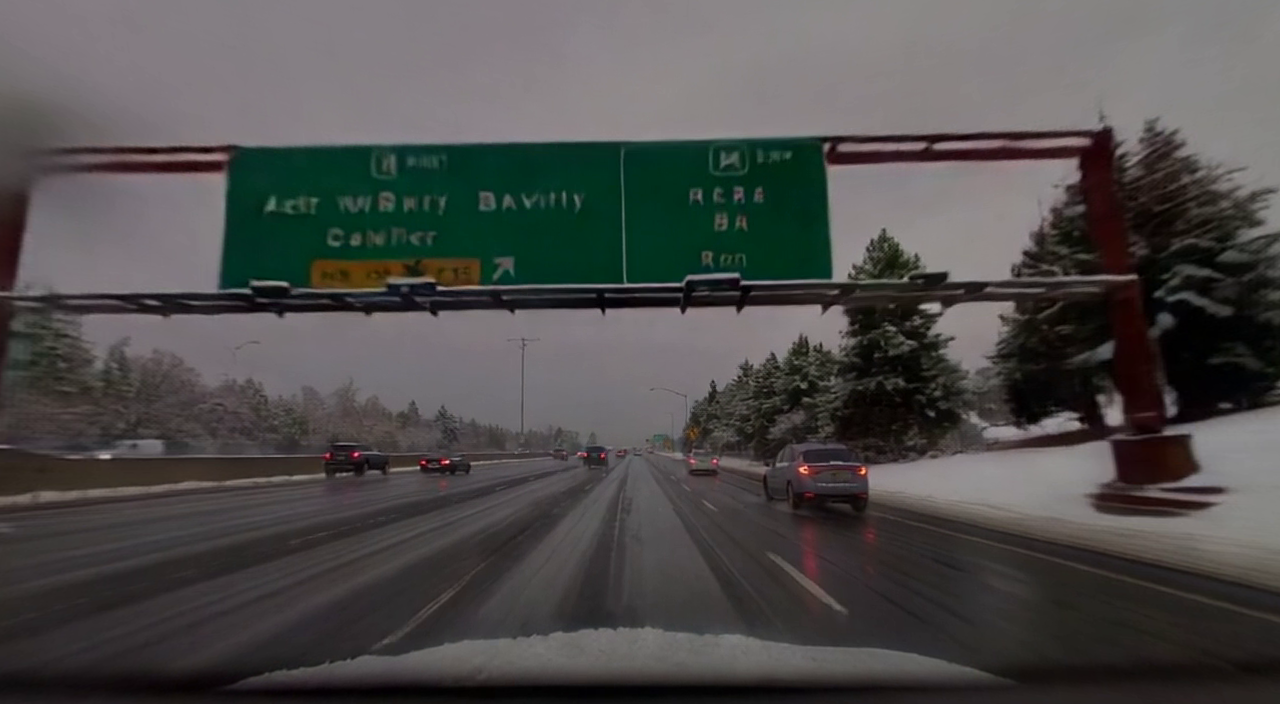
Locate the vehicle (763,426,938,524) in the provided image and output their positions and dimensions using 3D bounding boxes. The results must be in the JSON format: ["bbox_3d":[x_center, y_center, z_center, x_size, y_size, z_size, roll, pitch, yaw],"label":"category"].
[{"bbox_3d":[4.361,2.638,14.074,2.218,1.776,4.807,0,-9,0],"label":"vehicle"}]

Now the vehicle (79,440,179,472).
[{"bbox_3d":[-35.584,7.244,44.133,2.349,2.076,5.394,0,-9,1],"label":"vehicle"}]

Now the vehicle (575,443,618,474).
[{"bbox_3d":[-2.830,7.118,42.472,2.449,1.929,5.503,0,-9,0],"label":"vehicle"}]

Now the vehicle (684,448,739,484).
[{"bbox_3d":[3.282,5.314,29.751,2.126,1.529,4.438,0,-9,0],"label":"vehicle"}]

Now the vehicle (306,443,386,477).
[{"bbox_3d":[-16.740,6.153,36.201,2.181,1.819,4.830,0,-9,1],"label":"vehicle"}]

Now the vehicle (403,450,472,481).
[{"bbox_3d":[-10.366,5.803,32.588,1.974,1.472,4.684,0,-9,1],"label":"vehicle"}]
